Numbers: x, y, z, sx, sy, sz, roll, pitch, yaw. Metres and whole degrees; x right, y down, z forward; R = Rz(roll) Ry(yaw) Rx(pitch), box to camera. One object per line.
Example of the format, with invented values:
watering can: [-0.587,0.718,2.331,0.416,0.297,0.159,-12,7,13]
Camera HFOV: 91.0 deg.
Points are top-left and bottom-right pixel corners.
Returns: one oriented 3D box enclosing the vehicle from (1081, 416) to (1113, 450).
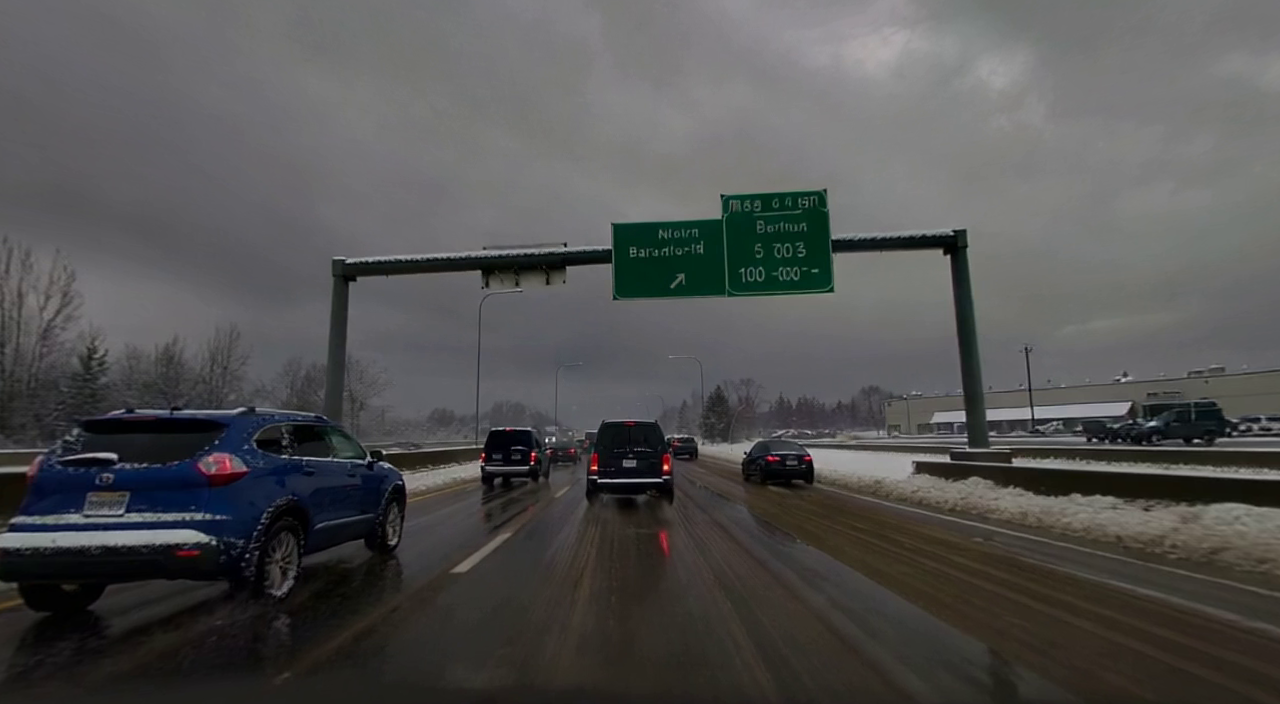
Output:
vehicle: [30.810,5.470,42.405,1.480,2.238,1.864,-6,-10,36]

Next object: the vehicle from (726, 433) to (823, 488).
vehicle: [4.033,3.303,19.536,1.999,1.494,3.833,0,-8,-2]

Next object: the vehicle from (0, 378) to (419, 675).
vehicle: [-3.807,1.316,5.878,1.972,1.703,4.333,0,-8,-1]

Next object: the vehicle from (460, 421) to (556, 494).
vehicle: [-3.869,3.174,19.263,2.038,1.936,4.300,0,-8,-1]

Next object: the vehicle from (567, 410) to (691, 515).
vehicle: [-0.284,2.364,13.928,2.304,1.925,4.282,0,-8,-2]

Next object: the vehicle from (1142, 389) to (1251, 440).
vehicle: [36.307,4.193,41.285,2.528,3.094,4.804,-1,-8,1]
